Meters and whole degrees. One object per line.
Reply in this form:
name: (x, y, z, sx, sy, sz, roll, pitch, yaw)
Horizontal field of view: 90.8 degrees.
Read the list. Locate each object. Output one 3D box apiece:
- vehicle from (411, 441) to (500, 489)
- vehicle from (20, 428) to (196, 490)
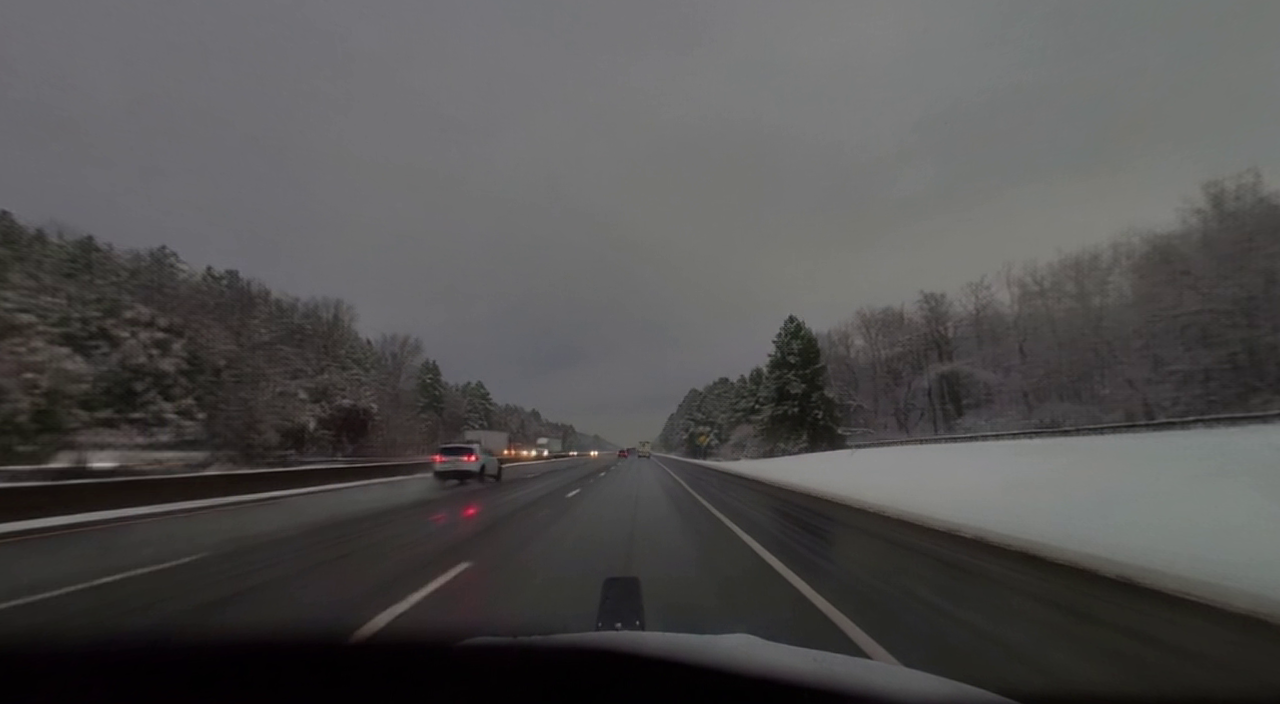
vehicle: (-6.943, 4.294, 24.283, 2.115, 1.664, 4.259, 0, -9, 0)
vehicle: (-19.060, 3.849, 23.005, 2.181, 1.998, 4.770, 0, -9, 0)
